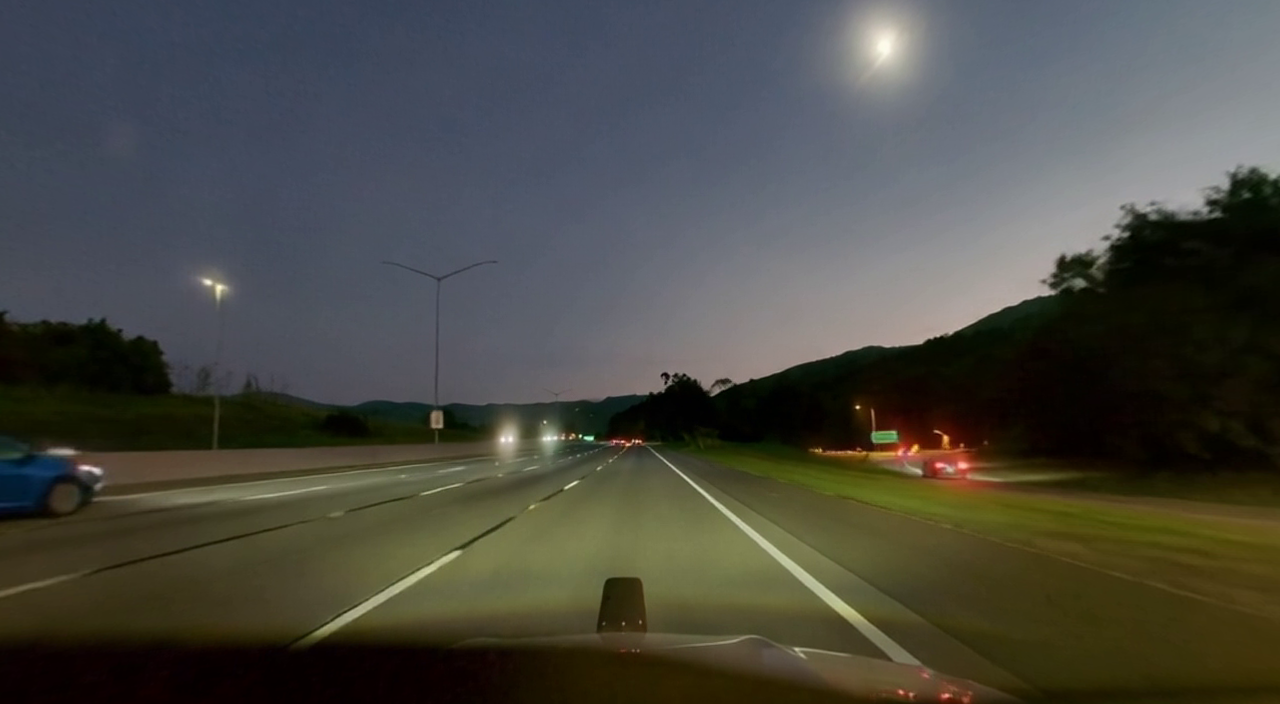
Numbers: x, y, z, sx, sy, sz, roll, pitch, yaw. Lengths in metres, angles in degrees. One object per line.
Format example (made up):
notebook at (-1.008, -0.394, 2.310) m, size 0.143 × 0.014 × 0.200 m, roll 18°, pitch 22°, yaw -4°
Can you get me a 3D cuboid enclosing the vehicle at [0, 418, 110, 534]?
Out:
vehicle at (-10.877, 1.810, 9.045) m, size 2.152 × 1.753 × 4.972 m, roll 0°, pitch -8°, yaw 1°
